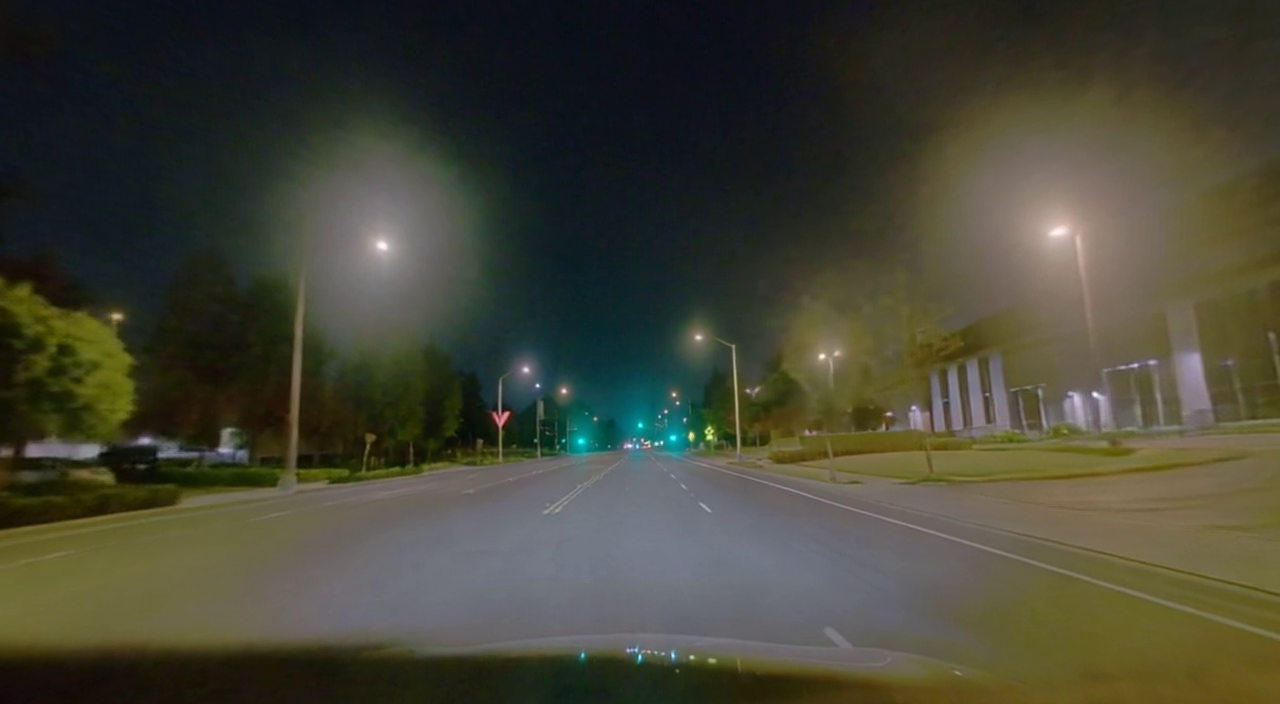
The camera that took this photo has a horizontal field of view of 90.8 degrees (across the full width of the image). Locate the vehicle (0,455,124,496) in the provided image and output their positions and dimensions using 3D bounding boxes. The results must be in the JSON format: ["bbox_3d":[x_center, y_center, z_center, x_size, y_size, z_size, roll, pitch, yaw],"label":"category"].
[{"bbox_3d":[-23.264,4.783,24.578,4.686,1.495,1.879,0,-9,1],"label":"vehicle"}]

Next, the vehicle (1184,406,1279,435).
[{"bbox_3d":[32.452,3.738,34.435,3.904,1.508,1.724,0,-9,1],"label":"vehicle"}]

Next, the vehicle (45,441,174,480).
[{"bbox_3d":[-27.949,5.716,33.422,4.927,1.980,2.083,0,-8,2],"label":"vehicle"}]
